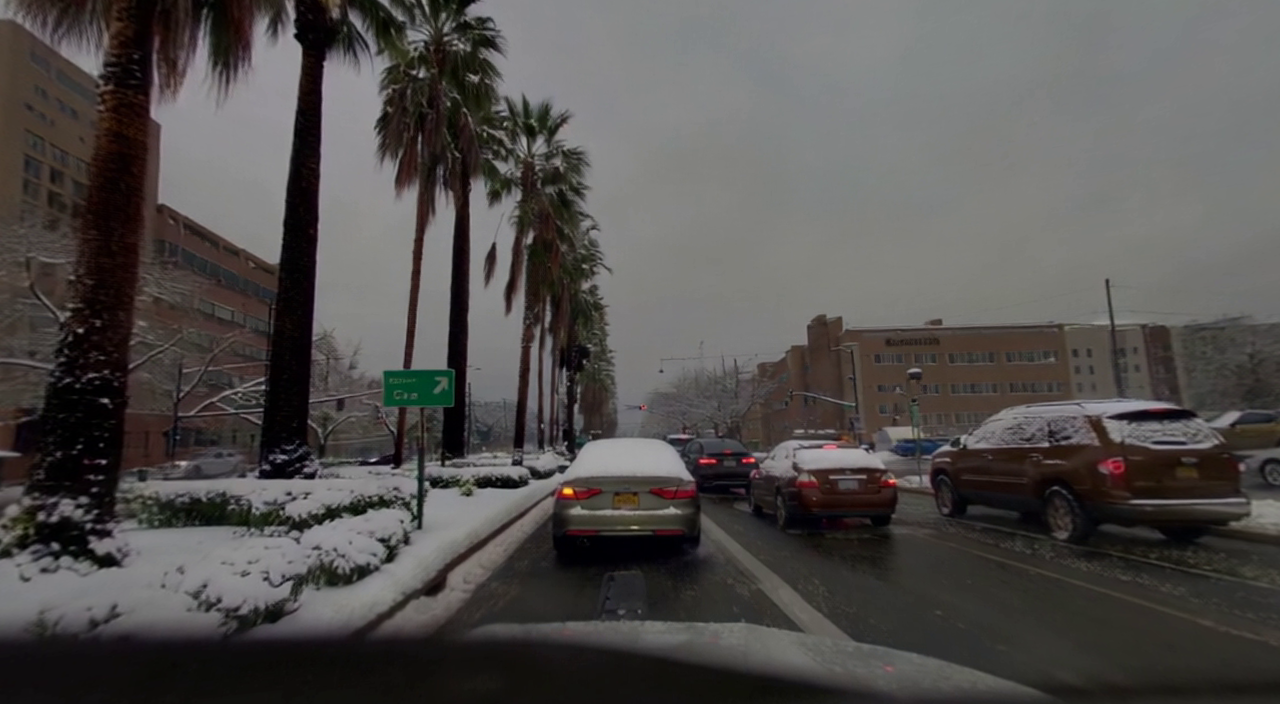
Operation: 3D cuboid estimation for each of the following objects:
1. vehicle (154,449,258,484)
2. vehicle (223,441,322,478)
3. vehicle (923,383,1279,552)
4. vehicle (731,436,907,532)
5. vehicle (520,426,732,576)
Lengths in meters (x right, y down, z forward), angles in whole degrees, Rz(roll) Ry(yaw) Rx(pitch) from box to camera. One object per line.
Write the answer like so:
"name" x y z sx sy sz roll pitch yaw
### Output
"vehicle" -24.060 6.319 35.313 2.055 1.759 5.200 0 -8 0
"vehicle" -20.516 6.015 35.638 2.306 1.880 5.537 0 -8 -1
"vehicle" 7.193 1.832 10.643 2.254 2.072 5.577 0 -8 0
"vehicle" 3.089 2.362 11.992 1.925 1.451 4.436 0 -8 -2
"vehicle" -0.158 1.813 8.461 2.158 1.498 3.919 0 -8 0
